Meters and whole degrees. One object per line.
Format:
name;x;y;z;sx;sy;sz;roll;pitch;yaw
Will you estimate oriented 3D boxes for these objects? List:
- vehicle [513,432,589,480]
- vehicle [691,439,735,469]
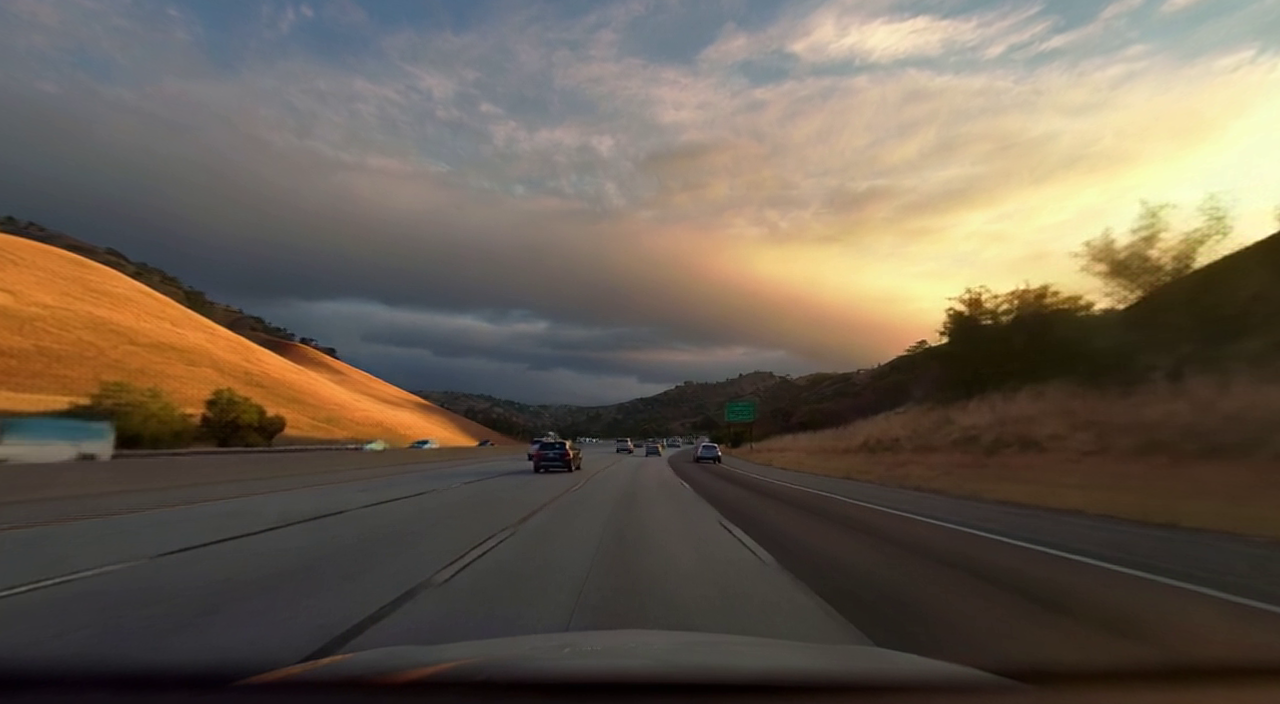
vehicle;-3.377;4.069;24.937;2.166;1.700;4.661;0;-8;2
vehicle;4.514;6.381;39.739;2.164;1.788;4.500;0;-8;0
